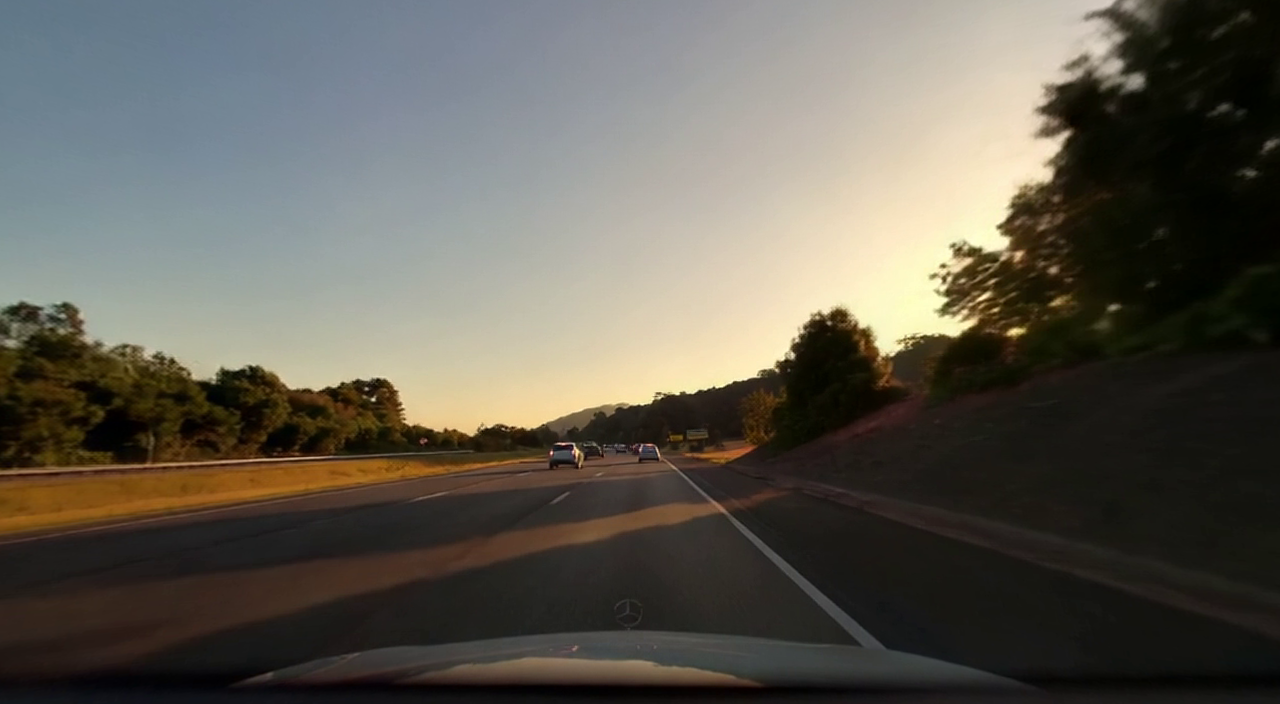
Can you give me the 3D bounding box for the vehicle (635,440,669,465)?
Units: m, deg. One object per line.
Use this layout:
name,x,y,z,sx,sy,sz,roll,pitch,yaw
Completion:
vehicle,0.828,6.998,44.068,2.259,1.697,4.106,0,-8,1

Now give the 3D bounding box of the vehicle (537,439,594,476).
vehicle,-3.418,4.966,29.919,2.028,1.634,4.441,0,-8,2
